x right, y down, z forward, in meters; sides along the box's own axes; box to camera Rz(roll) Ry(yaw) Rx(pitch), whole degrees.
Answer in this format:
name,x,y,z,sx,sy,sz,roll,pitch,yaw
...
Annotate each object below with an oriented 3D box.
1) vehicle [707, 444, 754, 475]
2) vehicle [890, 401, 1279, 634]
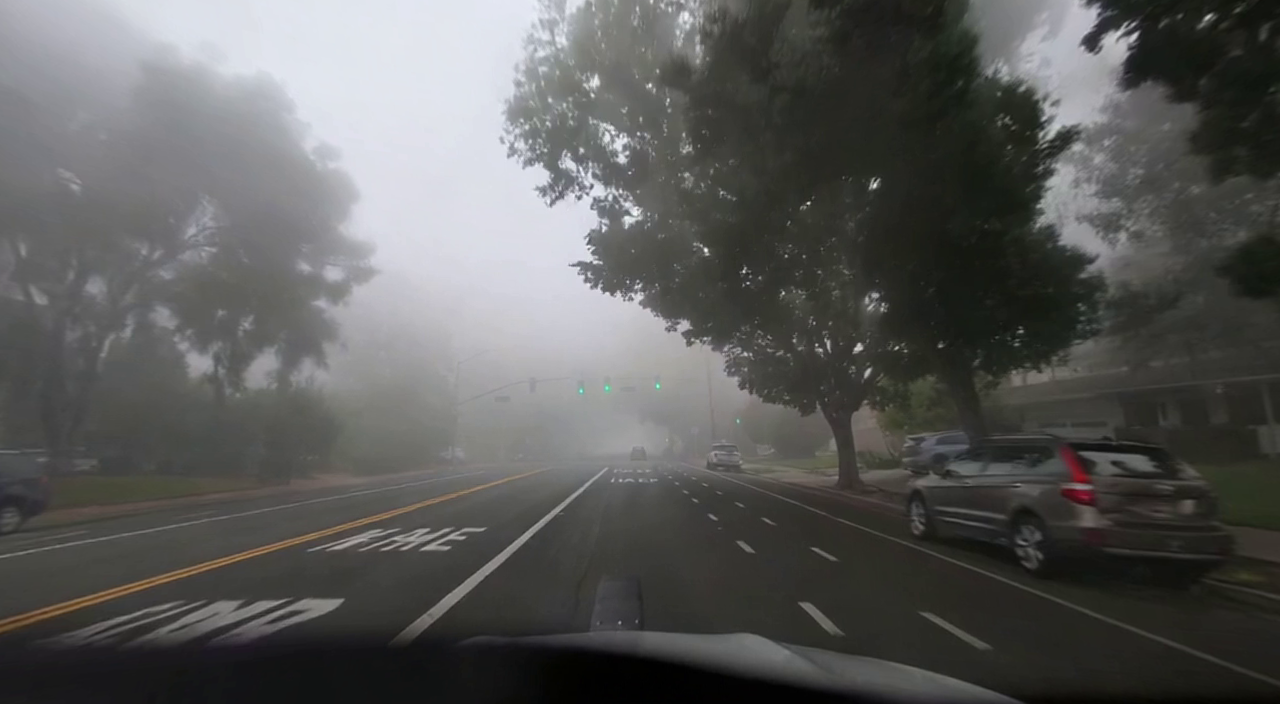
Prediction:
name,x,y,z,sx,sy,sz,roll,pitch,yaw
vehicle,5.085,6.117,36.101,1.979,1.637,4.321,0,-9,-1
vehicle,4.882,1.709,7.389,2.182,1.755,4.351,5,-8,2
